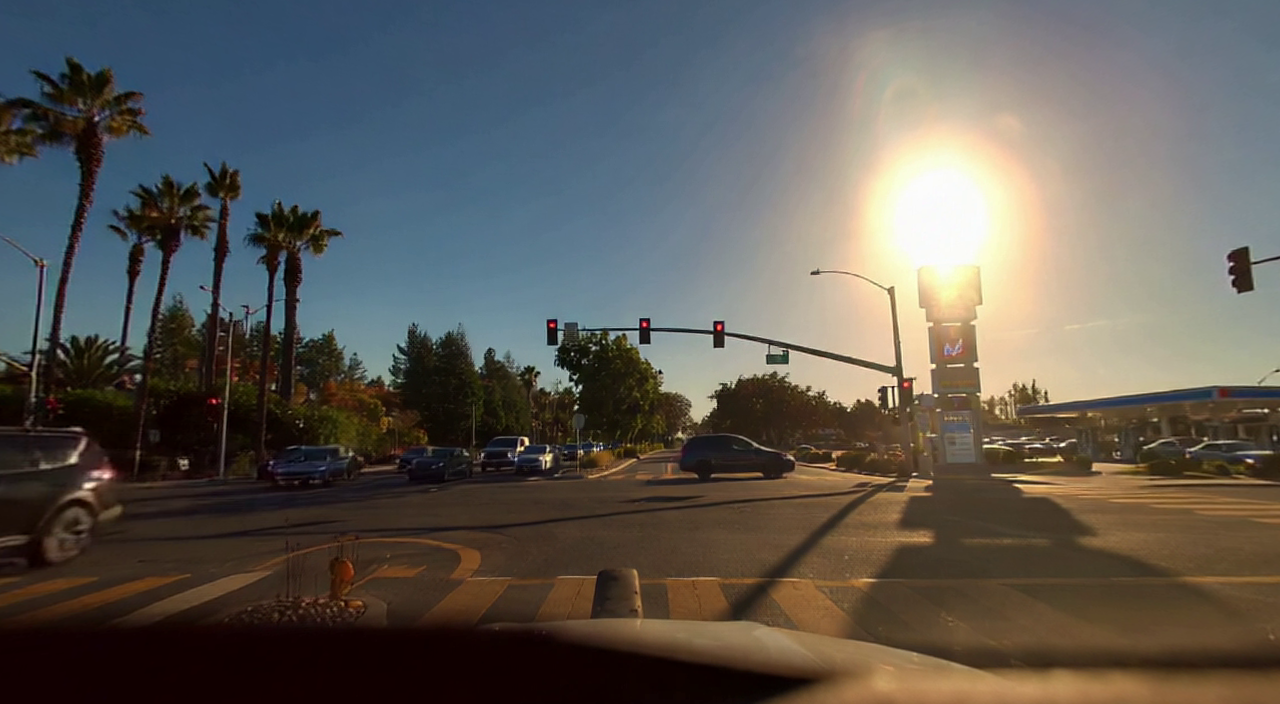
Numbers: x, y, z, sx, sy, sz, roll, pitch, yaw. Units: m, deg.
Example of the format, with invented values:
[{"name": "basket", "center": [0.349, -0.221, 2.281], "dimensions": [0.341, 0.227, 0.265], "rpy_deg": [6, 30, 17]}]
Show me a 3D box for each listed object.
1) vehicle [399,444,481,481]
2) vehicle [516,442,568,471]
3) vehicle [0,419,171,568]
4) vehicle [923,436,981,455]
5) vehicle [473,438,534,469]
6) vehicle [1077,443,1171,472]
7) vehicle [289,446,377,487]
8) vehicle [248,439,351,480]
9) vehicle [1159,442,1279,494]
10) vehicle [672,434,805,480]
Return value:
[{"name": "vehicle", "center": [-8.750, 4.854, 28.102], "dimensions": [2.034, 1.510, 4.647], "rpy_deg": [0, -9, 1]}, {"name": "vehicle", "center": [-5.379, 5.849, 35.438], "dimensions": [2.079, 1.490, 5.064], "rpy_deg": [0, -9, 1]}, {"name": "vehicle", "center": [-8.442, 1.679, 7.568], "dimensions": [2.124, 1.701, 4.551], "rpy_deg": [0, -9, 0]}, {"name": "vehicle", "center": [22.540, 6.760, 45.657], "dimensions": [3.356, 1.395, 1.559], "rpy_deg": [0, -9, -1]}, {"name": "vehicle", "center": [-8.797, 6.621, 41.372], "dimensions": [2.609, 1.865, 5.875], "rpy_deg": [0, -9, 0]}, {"name": "vehicle", "center": [24.260, 5.294, 31.736], "dimensions": [3.474, 1.376, 1.538], "rpy_deg": [0, -9, -2]}, {"name": "vehicle", "center": [-11.974, 4.456, 24.892], "dimensions": [1.633, 1.460, 3.540], "rpy_deg": [0, -9, 0]}, {"name": "vehicle", "center": [-15.379, 4.877, 28.902], "dimensions": [1.852, 1.705, 5.263], "rpy_deg": [0, -9, -1]}, {"name": "vehicle", "center": [18.765, 3.412, 18.822], "dimensions": [5.015, 1.446, 1.862], "rpy_deg": [0, -9, -2]}, {"name": "vehicle", "center": [3.928, 4.177, 25.307], "dimensions": [4.892, 1.719, 1.929], "rpy_deg": [3, -9, -21]}]
